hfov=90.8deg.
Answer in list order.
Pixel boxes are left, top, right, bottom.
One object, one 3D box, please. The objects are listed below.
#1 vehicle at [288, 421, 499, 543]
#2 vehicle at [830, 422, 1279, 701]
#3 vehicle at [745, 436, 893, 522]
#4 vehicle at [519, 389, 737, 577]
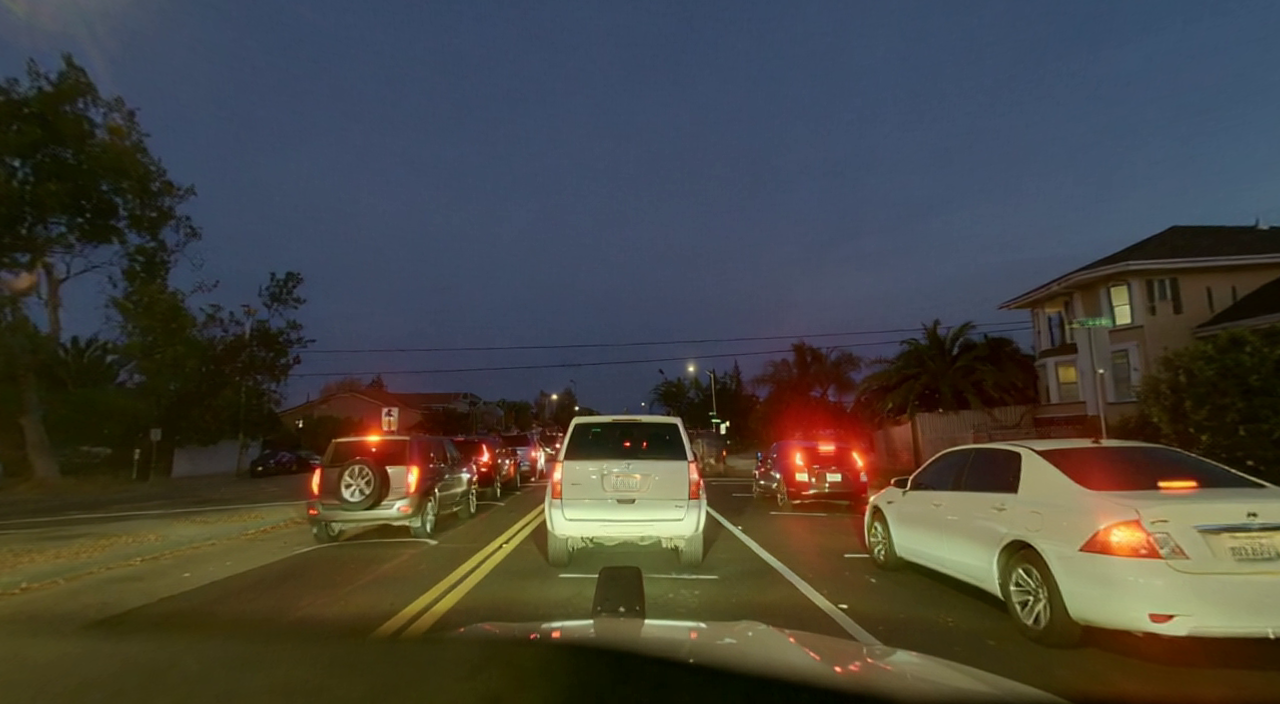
[{"bbox_3d":[-3.723,2.024,10.522,1.864,1.576,4.324,0,-8,-2],"label":"vehicle"},{"bbox_3d":[3.473,1.463,5.762,1.977,1.480,4.589,0,-8,-1],"label":"vehicle"},{"bbox_3d":[3.470,2.524,13.085,1.880,1.476,3.932,0,-8,0],"label":"vehicle"},{"bbox_3d":[-0.205,1.613,8.531,2.164,1.867,4.254,0,-8,-2],"label":"vehicle"}]
